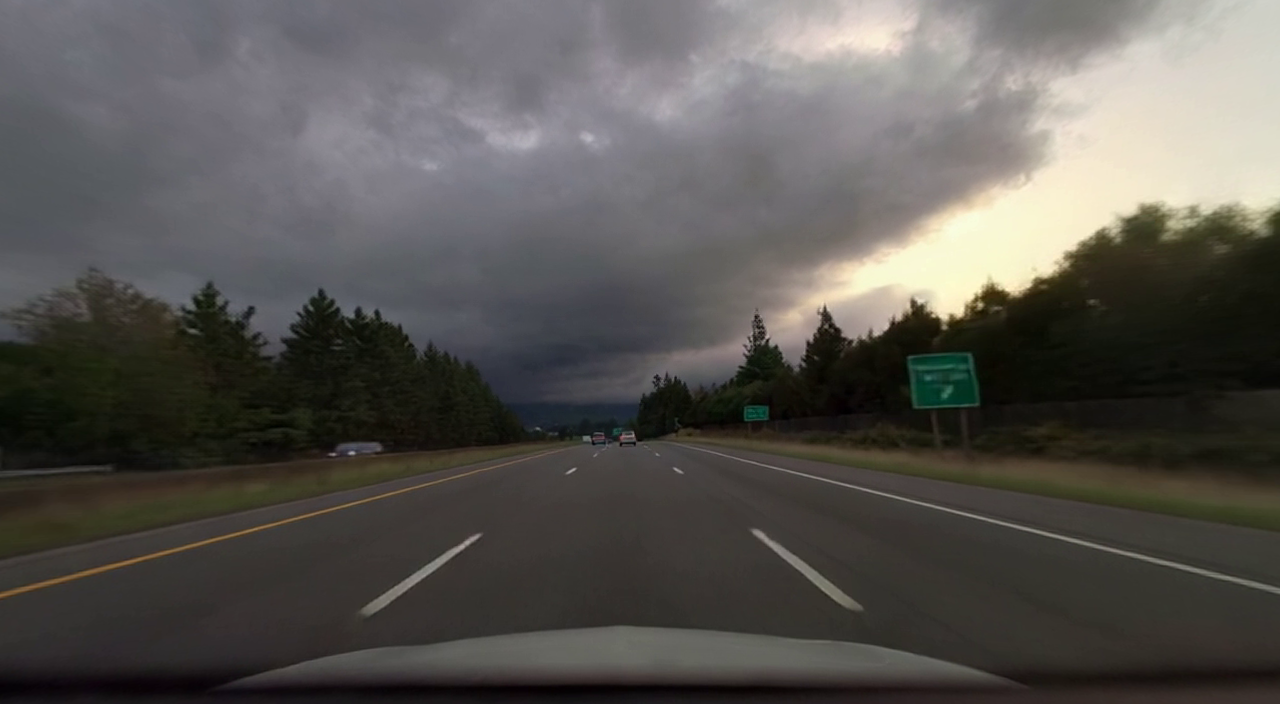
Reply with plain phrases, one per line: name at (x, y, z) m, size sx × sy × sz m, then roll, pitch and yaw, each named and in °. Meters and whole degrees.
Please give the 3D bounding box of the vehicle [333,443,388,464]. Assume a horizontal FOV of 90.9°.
vehicle at (-21.056, 7.654, 47.654) m, size 1.857 × 1.373 × 5.627 m, roll 0°, pitch -7°, yaw -3°
